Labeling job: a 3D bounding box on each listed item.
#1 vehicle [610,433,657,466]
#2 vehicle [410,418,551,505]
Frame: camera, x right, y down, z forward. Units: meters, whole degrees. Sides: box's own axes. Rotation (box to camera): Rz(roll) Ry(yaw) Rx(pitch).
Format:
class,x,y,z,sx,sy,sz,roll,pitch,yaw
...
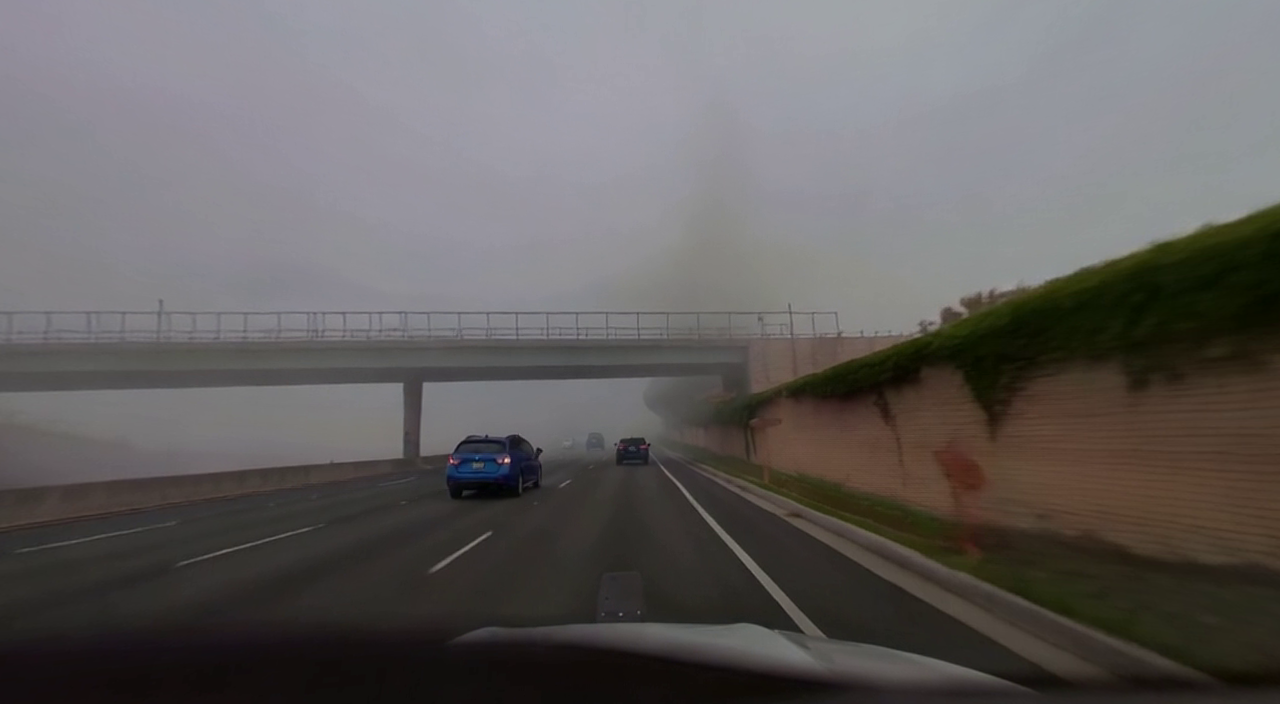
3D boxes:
class,x,y,z,sx,sy,sz,roll,pitch,yaw
vehicle,-0.311,4.815,31.443,2.205,1.509,4.272,0,-8,0
vehicle,-3.671,2.625,15.596,2.223,1.771,4.581,-1,-8,1
